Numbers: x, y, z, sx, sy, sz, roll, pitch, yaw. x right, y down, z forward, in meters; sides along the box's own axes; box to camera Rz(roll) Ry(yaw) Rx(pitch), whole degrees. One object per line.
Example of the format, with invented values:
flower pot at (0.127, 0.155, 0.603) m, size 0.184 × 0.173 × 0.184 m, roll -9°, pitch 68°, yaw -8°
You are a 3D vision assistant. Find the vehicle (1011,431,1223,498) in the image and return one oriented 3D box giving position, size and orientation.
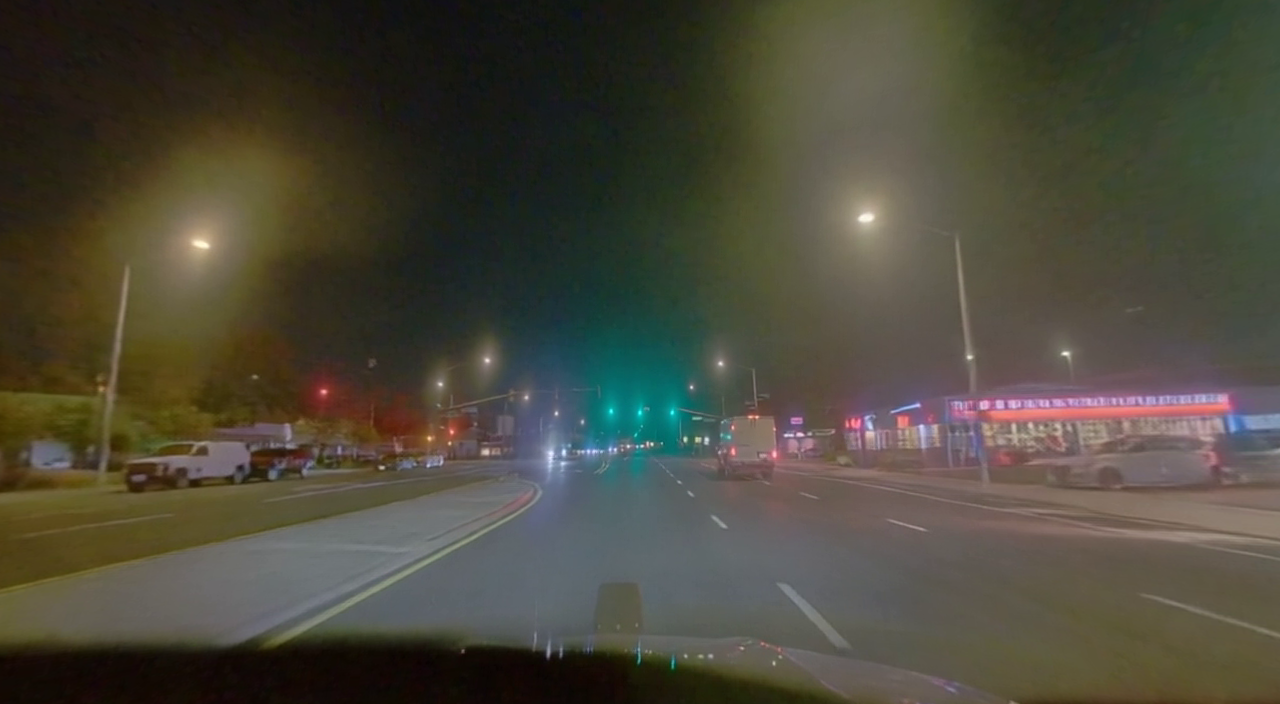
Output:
vehicle at (12.739, 3.036, 17.355) m, size 2.079 × 1.541 × 4.801 m, roll 0°, pitch -9°, yaw 0°

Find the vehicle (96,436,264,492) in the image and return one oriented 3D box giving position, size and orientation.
vehicle at (-18.550, 4.515, 25.950) m, size 2.390 × 1.995 × 5.895 m, roll 0°, pitch -8°, yaw 1°

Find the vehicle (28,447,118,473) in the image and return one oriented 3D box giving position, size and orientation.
vehicle at (-37.119, 7.052, 41.371) m, size 1.906 × 1.618 × 4.188 m, roll 0°, pitch -9°, yaw 2°

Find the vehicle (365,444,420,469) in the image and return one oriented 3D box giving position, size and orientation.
vehicle at (-18.263, 7.720, 46.713) m, size 2.097 × 1.733 × 4.527 m, roll 0°, pitch -9°, yaw 1°

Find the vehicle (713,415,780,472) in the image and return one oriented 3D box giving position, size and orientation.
vehicle at (6.552, 5.823, 40.006) m, size 2.802 × 3.208 × 7.459 m, roll 1°, pitch -9°, yaw -1°

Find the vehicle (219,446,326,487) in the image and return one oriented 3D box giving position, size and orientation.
vehicle at (-15.228, 4.741, 26.378) m, size 1.917 × 1.577 × 3.995 m, roll 0°, pitch -9°, yaw 3°
